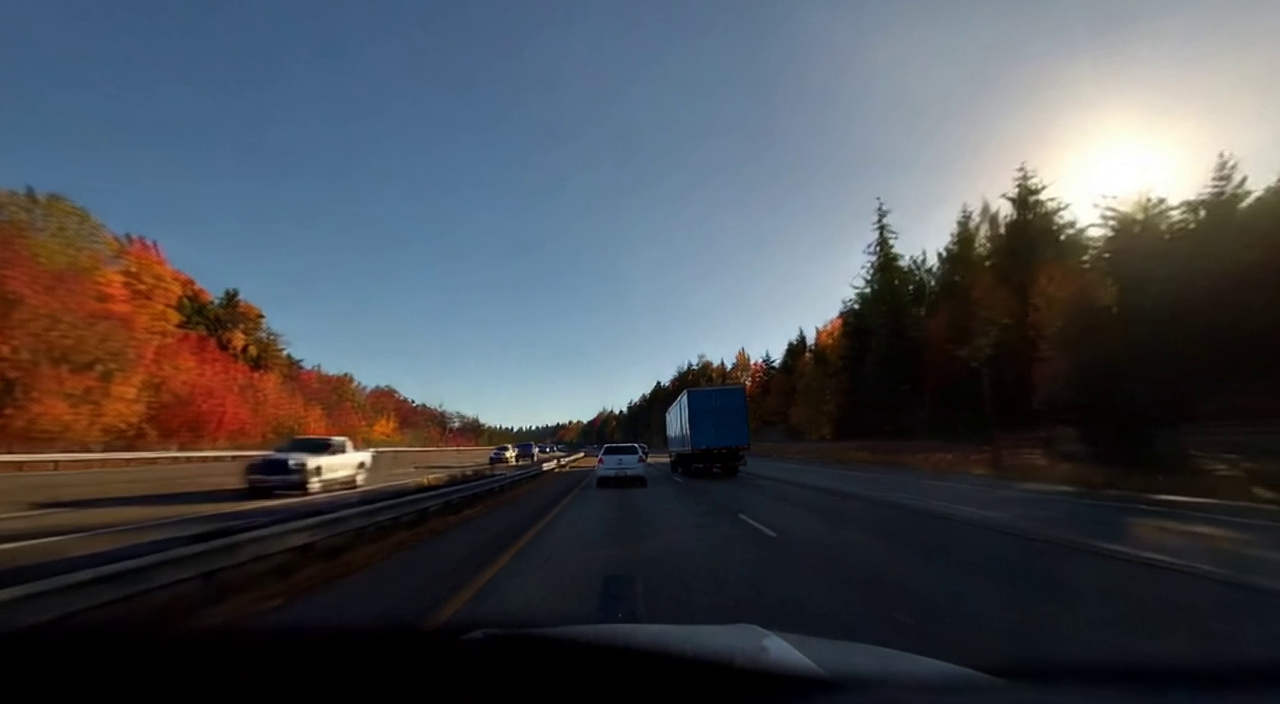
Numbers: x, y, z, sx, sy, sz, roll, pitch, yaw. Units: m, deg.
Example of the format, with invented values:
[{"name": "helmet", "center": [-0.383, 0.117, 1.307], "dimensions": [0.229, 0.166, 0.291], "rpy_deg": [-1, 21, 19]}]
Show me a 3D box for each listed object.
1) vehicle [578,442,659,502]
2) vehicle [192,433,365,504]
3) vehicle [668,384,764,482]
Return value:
[{"name": "vehicle", "center": [-0.591, 3.437, 18.283], "dimensions": [2.099, 1.506, 4.097], "rpy_deg": [-1, -9, -1]}, {"name": "vehicle", "center": [-8.956, 2.928, 16.059], "dimensions": [1.920, 1.541, 4.248], "rpy_deg": [-1, -9, 0]}, {"name": "vehicle", "center": [3.440, 4.462, 33.089], "dimensions": [2.900, 4.013, 14.455], "rpy_deg": [0, -9, -1]}]
